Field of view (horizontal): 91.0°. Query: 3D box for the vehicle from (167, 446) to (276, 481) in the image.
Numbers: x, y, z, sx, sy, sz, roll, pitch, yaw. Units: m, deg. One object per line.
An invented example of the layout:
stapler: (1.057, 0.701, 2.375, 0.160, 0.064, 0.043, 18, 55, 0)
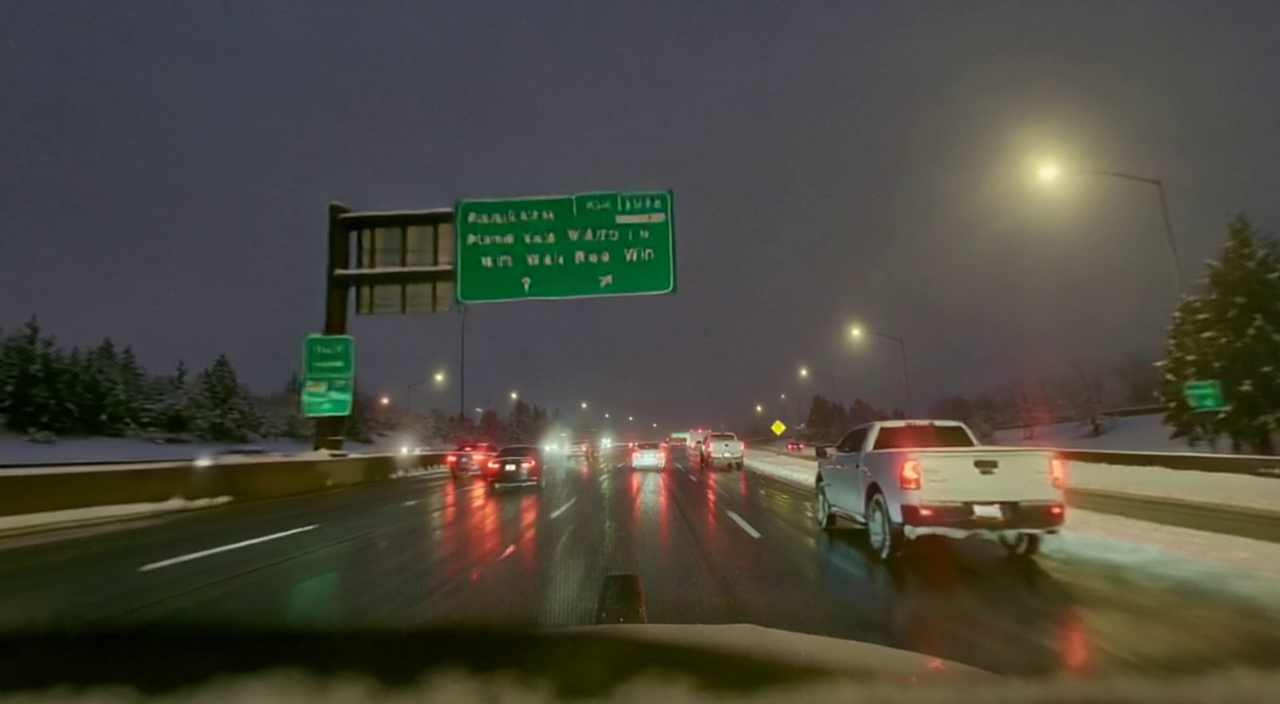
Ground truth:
vehicle: (-19.311, 5.142, 29.355, 1.851, 1.502, 4.485, 0, -9, 2)

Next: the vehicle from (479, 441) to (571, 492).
vehicle: (-3.594, 3.671, 20.539, 1.996, 1.488, 4.451, 0, -9, 2)

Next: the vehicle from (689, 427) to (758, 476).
vehicle: (3.995, 4.978, 31.608, 2.802, 2.151, 6.579, 0, -9, 2)

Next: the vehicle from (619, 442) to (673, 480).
vehicle: (0.256, 4.514, 26.300, 2.071, 1.478, 4.130, 0, -9, 1)

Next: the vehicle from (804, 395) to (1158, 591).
vehicle: (3.653, 1.604, 7.901, 2.045, 1.768, 4.249, 0, -9, 0)

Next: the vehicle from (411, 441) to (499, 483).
vehicle: (-7.316, 4.412, 25.438, 2.065, 1.519, 4.491, 0, -9, 2)
